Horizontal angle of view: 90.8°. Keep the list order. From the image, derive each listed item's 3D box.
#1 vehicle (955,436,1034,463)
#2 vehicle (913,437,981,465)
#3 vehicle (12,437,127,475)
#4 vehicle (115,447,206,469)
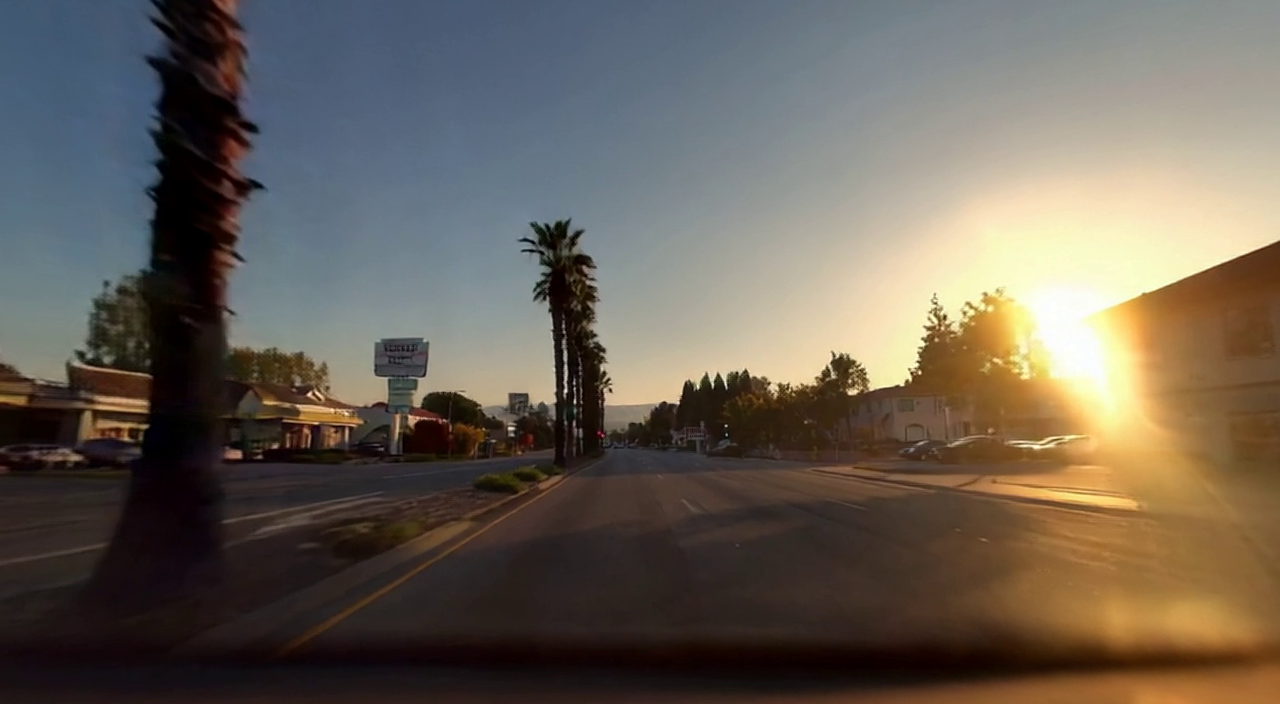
[{"bbox_3d":[20.700,5.747,37.160,1.986,1.454,4.332,-1,-9,-2],"label":"vehicle"},{"bbox_3d":[17.891,5.765,37.013,1.852,1.487,3.896,-1,-8,-3],"label":"vehicle"},{"bbox_3d":[-32.430,5.909,36.023,4.437,2.070,2.023,0,-9,-2],"label":"vehicle"},{"bbox_3d":[-32.563,7.193,43.002,4.527,1.453,2.006,0,-9,-1],"label":"vehicle"}]
